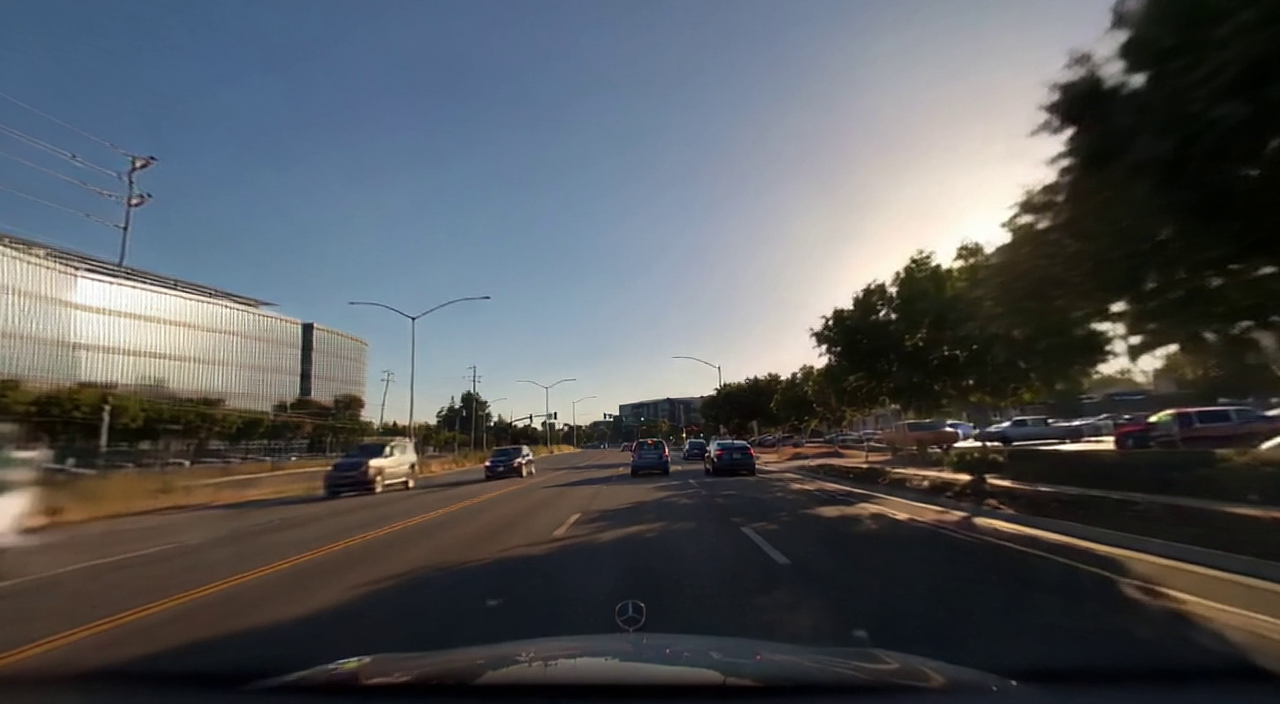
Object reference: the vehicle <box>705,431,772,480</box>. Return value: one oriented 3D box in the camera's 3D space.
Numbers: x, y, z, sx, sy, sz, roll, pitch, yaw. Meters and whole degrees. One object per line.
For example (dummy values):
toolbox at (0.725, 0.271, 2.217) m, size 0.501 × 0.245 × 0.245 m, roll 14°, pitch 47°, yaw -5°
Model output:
vehicle at (3.687, 3.960, 24.291) m, size 1.914 × 1.698 × 4.049 m, roll 0°, pitch -8°, yaw 0°

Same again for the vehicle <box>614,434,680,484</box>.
vehicle at (0.263, 3.867, 23.173) m, size 2.200 × 1.653 × 4.127 m, roll 0°, pitch -8°, yaw 1°

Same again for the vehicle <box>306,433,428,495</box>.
vehicle at (-9.521, 3.917, 22.454) m, size 2.109 × 1.826 × 4.704 m, roll -4°, pitch -9°, yaw 2°

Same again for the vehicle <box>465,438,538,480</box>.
vehicle at (-6.041, 4.731, 28.180) m, size 2.187 × 1.711 × 4.505 m, roll 0°, pitch -8°, yaw 1°
